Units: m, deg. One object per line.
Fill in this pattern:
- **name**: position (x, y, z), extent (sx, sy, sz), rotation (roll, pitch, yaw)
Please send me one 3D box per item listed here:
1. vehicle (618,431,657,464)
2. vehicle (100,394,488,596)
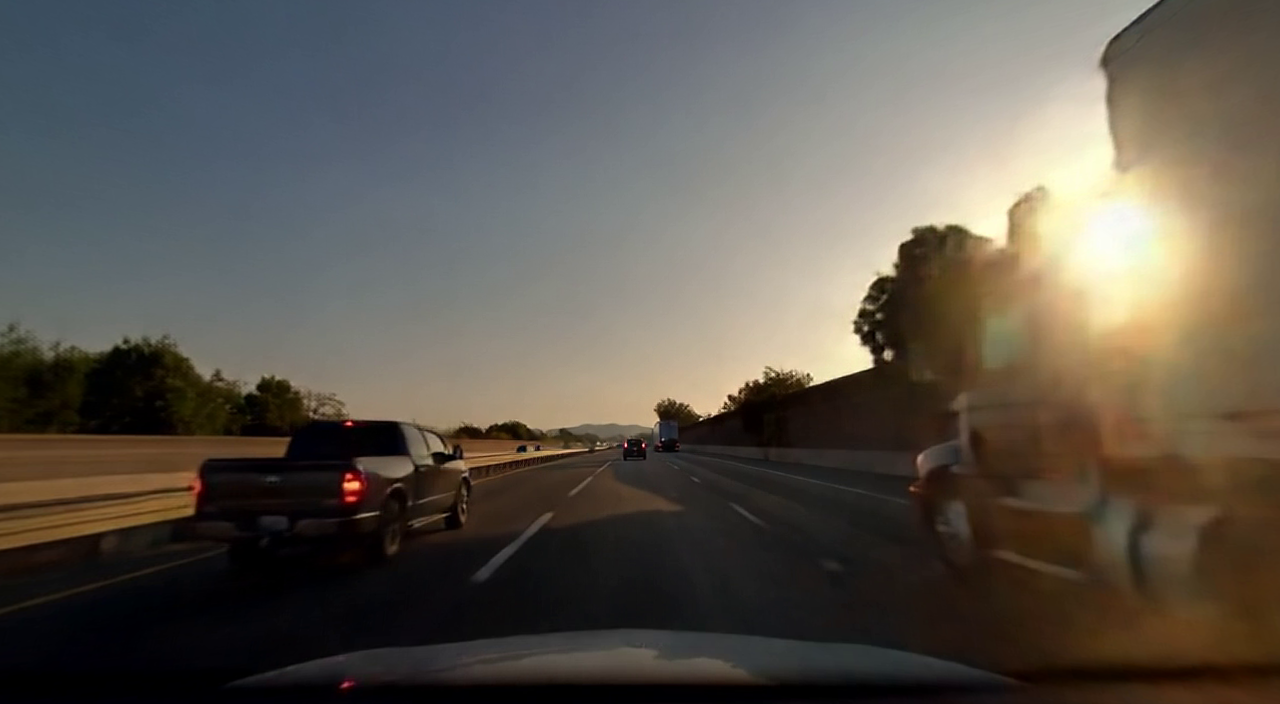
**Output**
- **vehicle**: position (-0.206, 6.390, 42.288), extent (2.456, 2.007, 4.728), rotation (0, -8, -2)
- **vehicle**: position (-3.612, 1.586, 7.875), extent (2.326, 1.761, 4.450), rotation (0, -8, 0)
